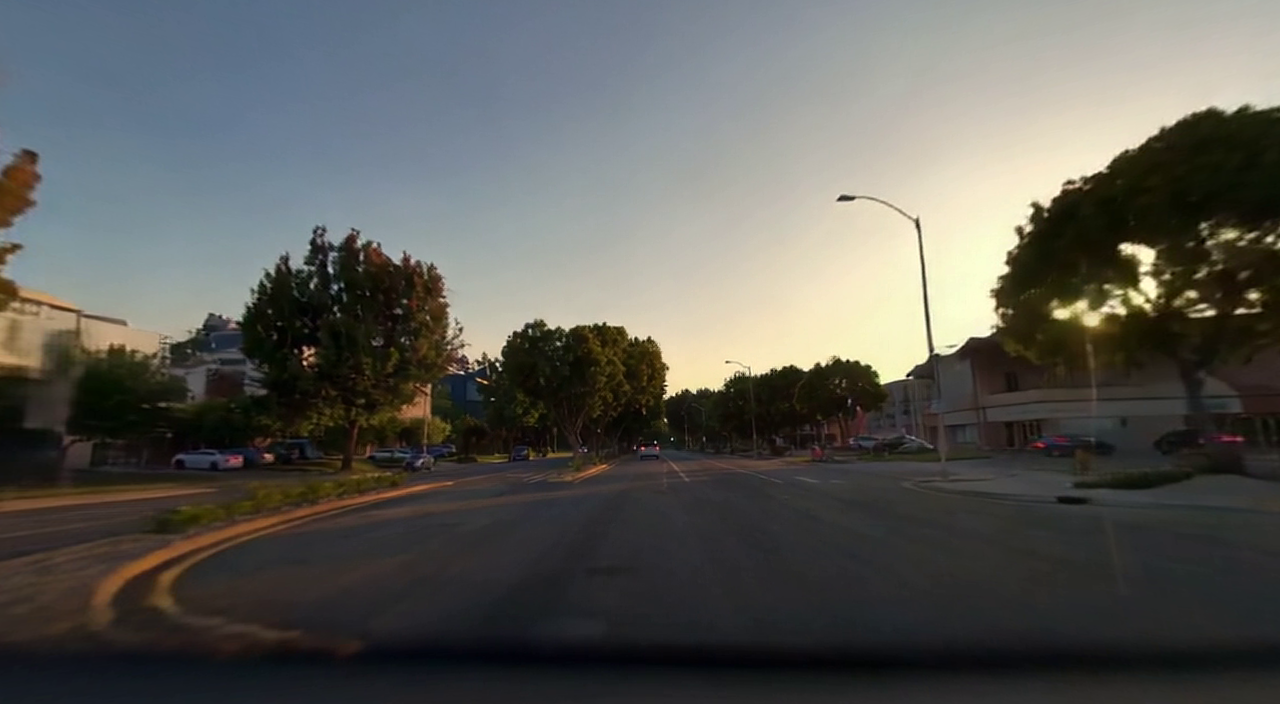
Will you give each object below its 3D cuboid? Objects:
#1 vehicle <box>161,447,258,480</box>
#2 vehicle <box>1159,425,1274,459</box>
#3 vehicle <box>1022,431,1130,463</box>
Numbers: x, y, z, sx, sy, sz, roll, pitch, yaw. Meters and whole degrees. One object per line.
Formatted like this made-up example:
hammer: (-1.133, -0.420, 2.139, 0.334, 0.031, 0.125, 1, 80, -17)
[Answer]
vehicle: (-26.272, 6.768, 38.601, 4.633, 1.923, 2.074, 6, -10, -33)
vehicle: (29.765, 4.678, 32.734, 1.854, 1.604, 4.333, 0, -8, 0)
vehicle: (22.313, 4.890, 32.561, 2.009, 1.533, 5.047, 0, -8, 0)
